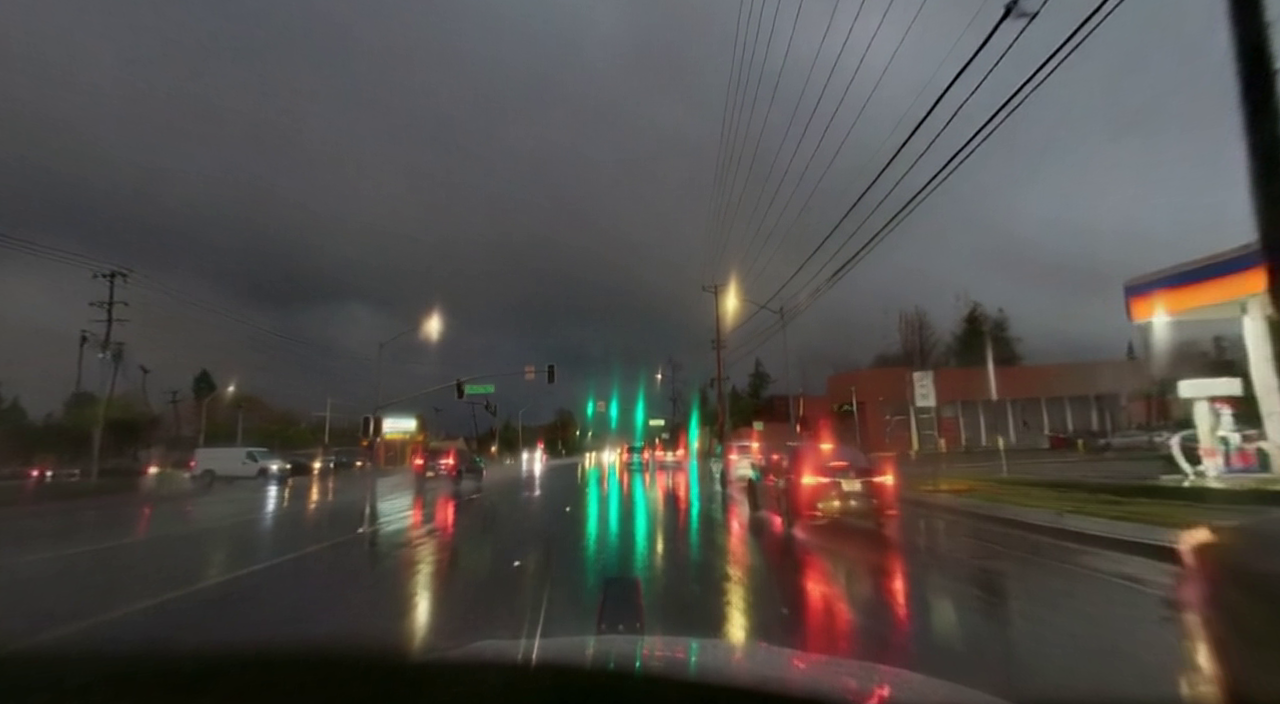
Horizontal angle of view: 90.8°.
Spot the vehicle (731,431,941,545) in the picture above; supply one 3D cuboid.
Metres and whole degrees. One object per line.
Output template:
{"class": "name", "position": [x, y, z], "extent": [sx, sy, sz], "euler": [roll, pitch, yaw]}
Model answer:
{"class": "vehicle", "position": [2.919, 2.130, 10.603], "extent": [1.945, 1.470, 4.363], "euler": [0, -9, -3]}

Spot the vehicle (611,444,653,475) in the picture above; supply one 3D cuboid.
{"class": "vehicle", "position": [-0.433, 5.508, 32.694], "extent": [2.065, 1.484, 3.894], "euler": [0, -9, -1]}

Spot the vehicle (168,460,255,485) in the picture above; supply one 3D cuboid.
{"class": "vehicle", "position": [-30.127, 8.471, 44.479], "extent": [4.989, 1.567, 2.075], "euler": [-1, -9, 12]}

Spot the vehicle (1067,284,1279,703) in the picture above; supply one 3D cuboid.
{"class": "vehicle", "position": [3.217, 0.454, 0.523], "extent": [2.124, 1.824, 4.973], "euler": [0, -9, -1]}

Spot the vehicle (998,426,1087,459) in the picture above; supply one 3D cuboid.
{"class": "vehicle", "position": [19.687, 4.523, 31.182], "extent": [2.140, 1.485, 4.425], "euler": [-2, -10, 11]}

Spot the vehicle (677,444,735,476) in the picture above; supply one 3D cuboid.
{"class": "vehicle", "position": [3.143, 5.266, 31.022], "extent": [2.208, 1.436, 4.542], "euler": [0, -9, -2]}

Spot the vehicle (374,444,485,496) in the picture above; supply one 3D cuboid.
{"class": "vehicle", "position": [-6.528, 3.687, 20.168], "extent": [2.075, 1.470, 4.190], "euler": [0, -9, 0]}
